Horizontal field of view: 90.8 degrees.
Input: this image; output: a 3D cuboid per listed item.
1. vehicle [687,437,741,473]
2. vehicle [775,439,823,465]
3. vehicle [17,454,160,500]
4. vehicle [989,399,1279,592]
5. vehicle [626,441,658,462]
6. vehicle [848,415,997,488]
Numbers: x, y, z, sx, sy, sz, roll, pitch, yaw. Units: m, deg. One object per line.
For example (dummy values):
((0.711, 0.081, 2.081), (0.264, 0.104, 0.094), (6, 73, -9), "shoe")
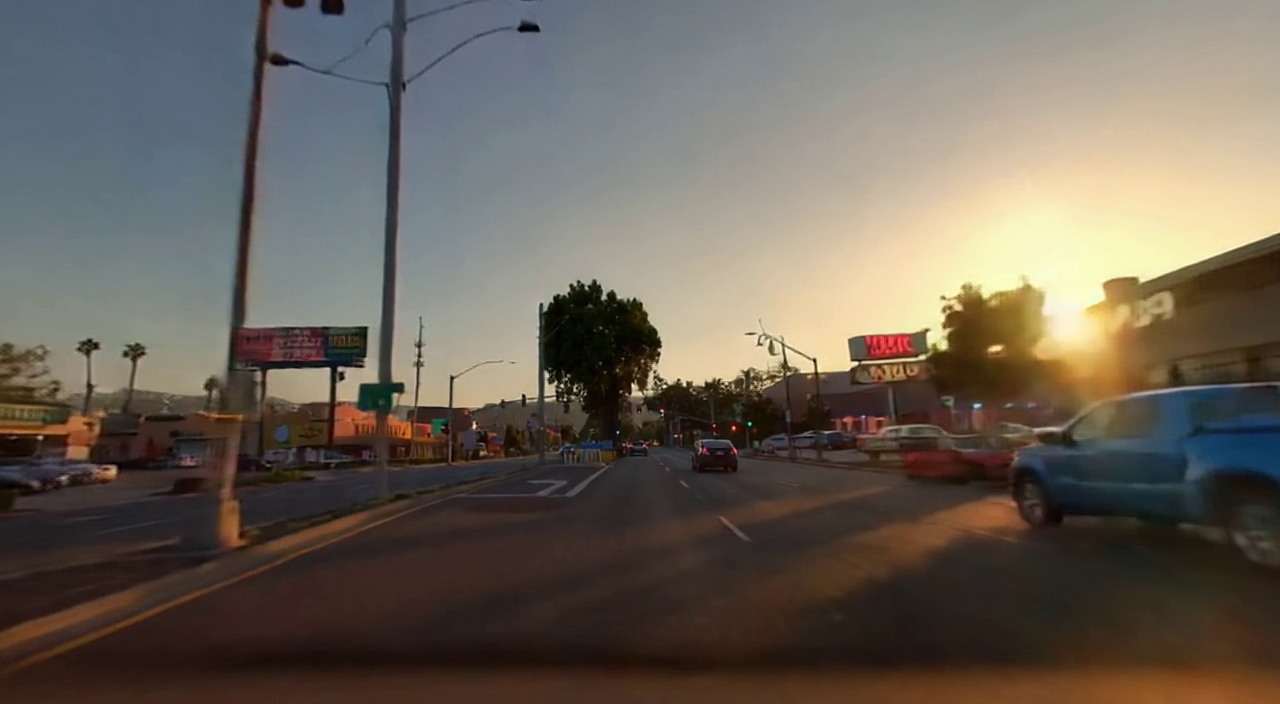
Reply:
((3.346, 4.751, 29.358), (1.889, 1.541, 4.303), (0, -9, -1), "vehicle")
((10.511, 6.645, 42.126), (1.965, 1.573, 4.308), (0, -9, -1), "vehicle")
((-24.087, 5.450, 27.930), (2.029, 1.740, 4.856), (0, -9, -2), "vehicle")
((6.436, 1.437, 6.898), (2.140, 1.606, 5.437), (0, -9, 0), "vehicle")
((0.164, 7.435, 47.209), (2.258, 1.468, 4.076), (0, -9, 0), "vehicle")
((10.265, 3.709, 23.889), (2.555, 2.184, 6.973), (3, -8, 1), "vehicle")
